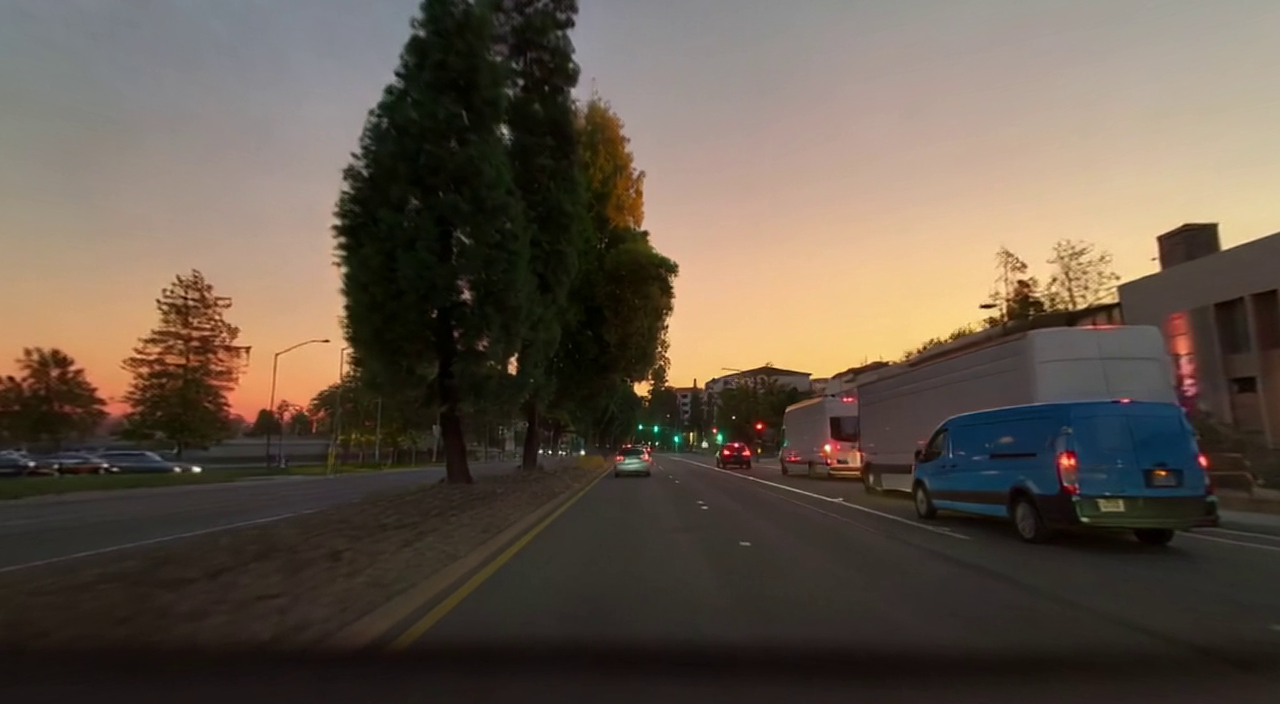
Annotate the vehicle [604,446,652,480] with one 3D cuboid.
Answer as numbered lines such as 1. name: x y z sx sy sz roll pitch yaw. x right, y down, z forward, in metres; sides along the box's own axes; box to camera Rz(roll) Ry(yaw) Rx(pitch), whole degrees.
1. vehicle: -0.544 5.159 29.625 2.095 1.456 3.873 0 -8 -1

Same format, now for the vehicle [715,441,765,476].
1. vehicle: 5.327 5.715 34.149 2.047 1.711 4.265 0 -8 1

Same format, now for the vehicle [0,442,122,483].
1. vehicle: -29.519 5.418 31.177 5.525 1.860 2.611 1 -8 -1

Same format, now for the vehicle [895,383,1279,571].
1. vehicle: 6.597 1.827 10.076 2.573 2.127 5.568 0 -8 -1

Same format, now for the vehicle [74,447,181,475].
1. vehicle: -29.852 6.343 36.895 4.453 1.497 1.998 0 -8 0
